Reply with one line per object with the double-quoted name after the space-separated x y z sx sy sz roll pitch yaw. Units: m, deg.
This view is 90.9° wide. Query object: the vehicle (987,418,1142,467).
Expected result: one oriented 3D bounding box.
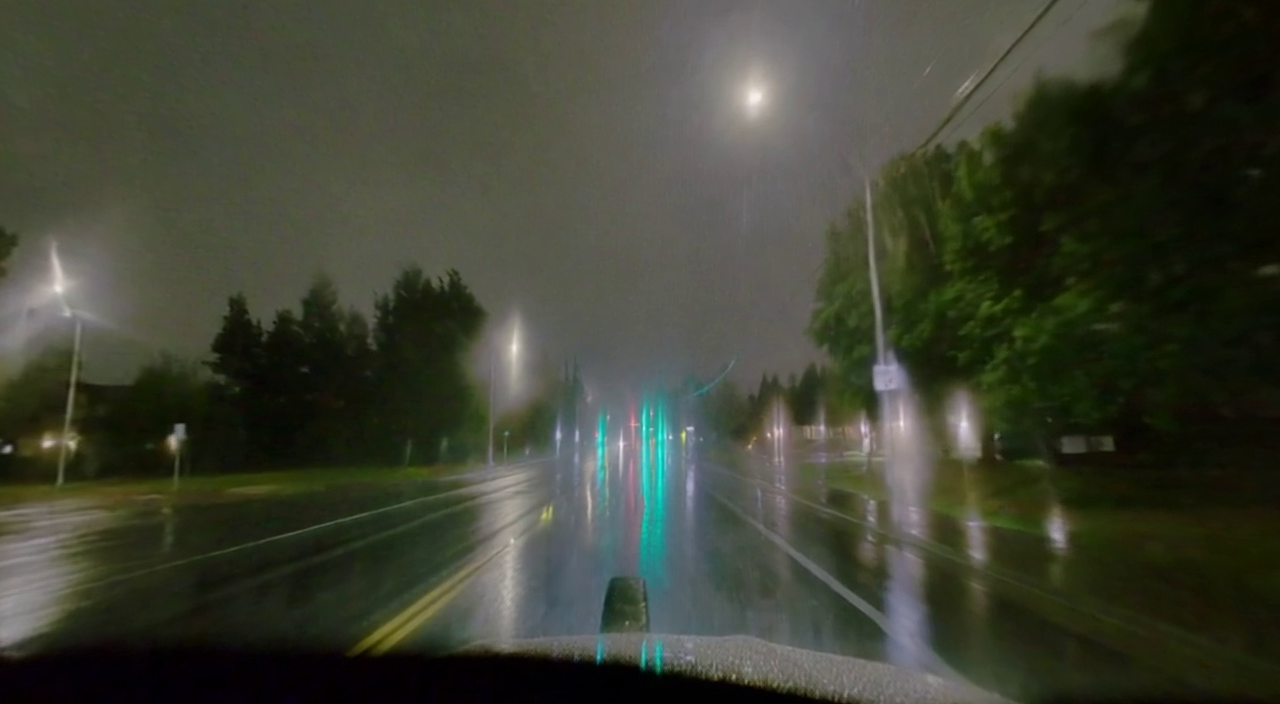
18.273 3.918 27.387 4.978 1.991 2.234 -1 -8 3 "vehicle"
